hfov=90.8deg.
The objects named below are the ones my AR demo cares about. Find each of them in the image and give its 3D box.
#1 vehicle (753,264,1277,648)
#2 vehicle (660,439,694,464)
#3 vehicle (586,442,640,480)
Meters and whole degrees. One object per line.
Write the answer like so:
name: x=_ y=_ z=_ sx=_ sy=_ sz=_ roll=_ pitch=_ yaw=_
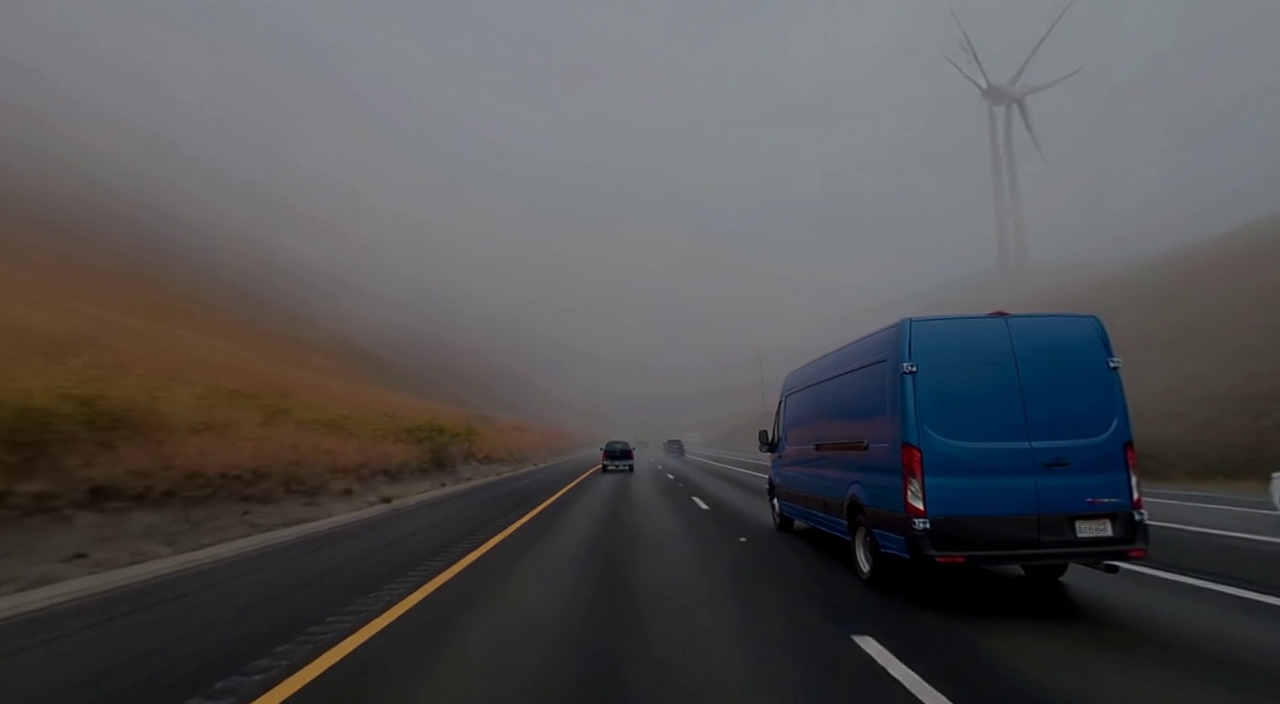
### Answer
vehicle: x=3.040 y=1.085 z=7.235 sx=2.365 sy=2.630 sz=5.754 roll=0 pitch=-8 yaw=0
vehicle: x=2.615 y=7.160 z=45.744 sx=2.108 sy=1.717 sz=3.996 roll=0 pitch=-8 yaw=-2
vehicle: x=-1.053 y=4.438 z=26.078 sx=2.082 sy=1.445 sz=3.826 roll=0 pitch=-8 yaw=-1
